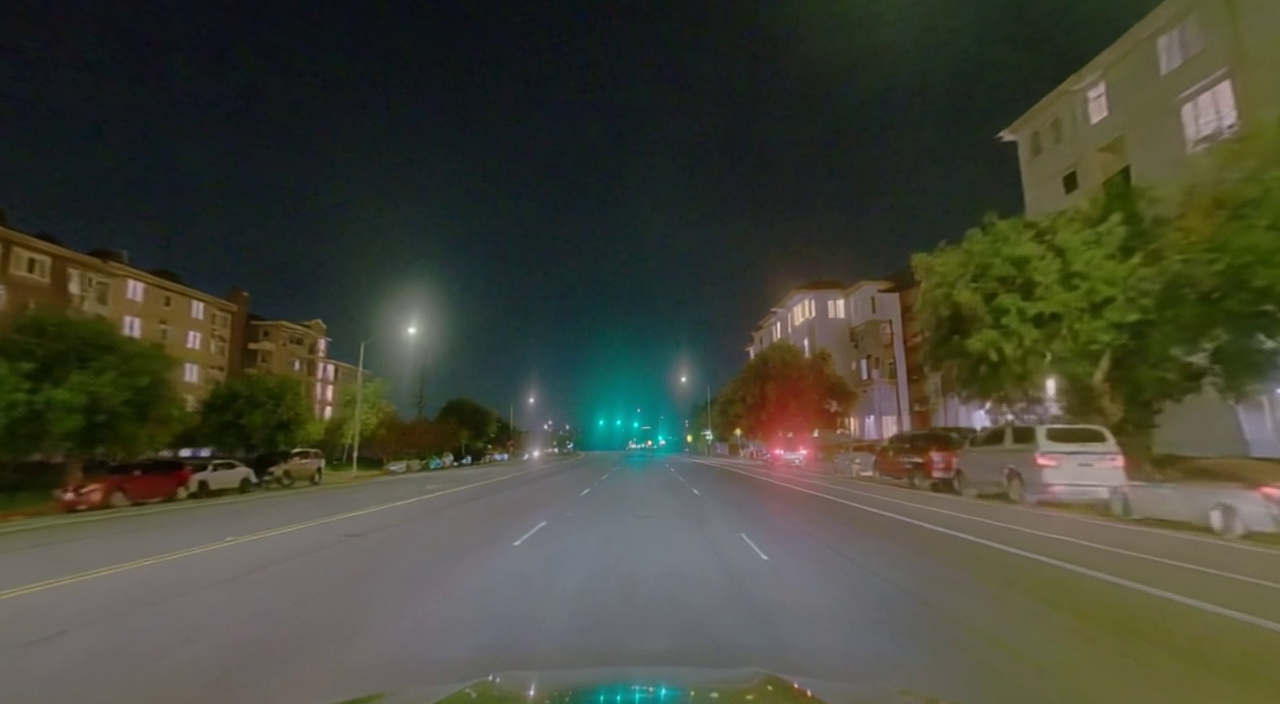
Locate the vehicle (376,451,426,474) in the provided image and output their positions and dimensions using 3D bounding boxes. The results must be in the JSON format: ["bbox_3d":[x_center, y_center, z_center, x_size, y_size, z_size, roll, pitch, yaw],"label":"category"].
[{"bbox_3d":[-16.905,7.825,44.802,1.891,1.474,4.437,-1,-8,-2],"label":"vehicle"}]

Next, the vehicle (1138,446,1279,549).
[{"bbox_3d":[9.837,2.054,8.967,1.841,1.424,4.437,0,-9,0],"label":"vehicle"}]

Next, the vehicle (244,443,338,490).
[{"bbox_3d":[-16.974,5.536,30.972,2.046,1.945,4.688,-1,-7,-2],"label":"vehicle"}]

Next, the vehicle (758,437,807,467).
[{"bbox_3d":[10.112,7.155,45.169,2.091,1.962,5.091,1,-9,-2],"label":"vehicle"}]

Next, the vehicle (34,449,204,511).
[{"bbox_3d":[-17.084,4.168,21.057,1.913,1.744,4.478,0,-8,-2],"label":"vehicle"}]

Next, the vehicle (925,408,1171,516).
[{"bbox_3d":[9.599,2.668,15.723,2.115,2.151,5.826,1,-9,-1],"label":"vehicle"}]

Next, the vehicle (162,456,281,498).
[{"bbox_3d":[-16.946,5.041,25.851,1.740,1.442,4.678,-1,-8,-1],"label":"vehicle"}]
